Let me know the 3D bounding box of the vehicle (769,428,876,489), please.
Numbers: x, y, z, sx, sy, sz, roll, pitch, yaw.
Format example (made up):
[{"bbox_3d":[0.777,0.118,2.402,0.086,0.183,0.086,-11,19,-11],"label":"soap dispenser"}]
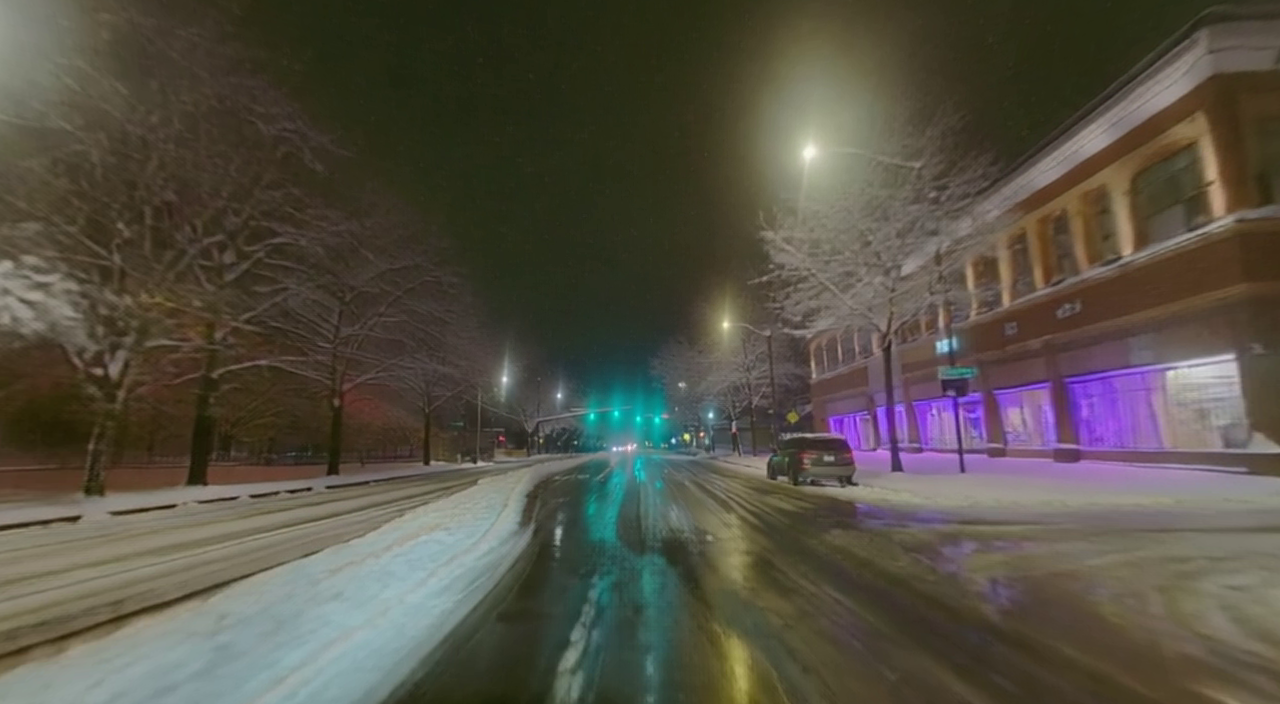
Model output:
[{"bbox_3d":[6.285,3.729,22.411,2.112,1.894,4.910,0,-8,-3],"label":"vehicle"}]
